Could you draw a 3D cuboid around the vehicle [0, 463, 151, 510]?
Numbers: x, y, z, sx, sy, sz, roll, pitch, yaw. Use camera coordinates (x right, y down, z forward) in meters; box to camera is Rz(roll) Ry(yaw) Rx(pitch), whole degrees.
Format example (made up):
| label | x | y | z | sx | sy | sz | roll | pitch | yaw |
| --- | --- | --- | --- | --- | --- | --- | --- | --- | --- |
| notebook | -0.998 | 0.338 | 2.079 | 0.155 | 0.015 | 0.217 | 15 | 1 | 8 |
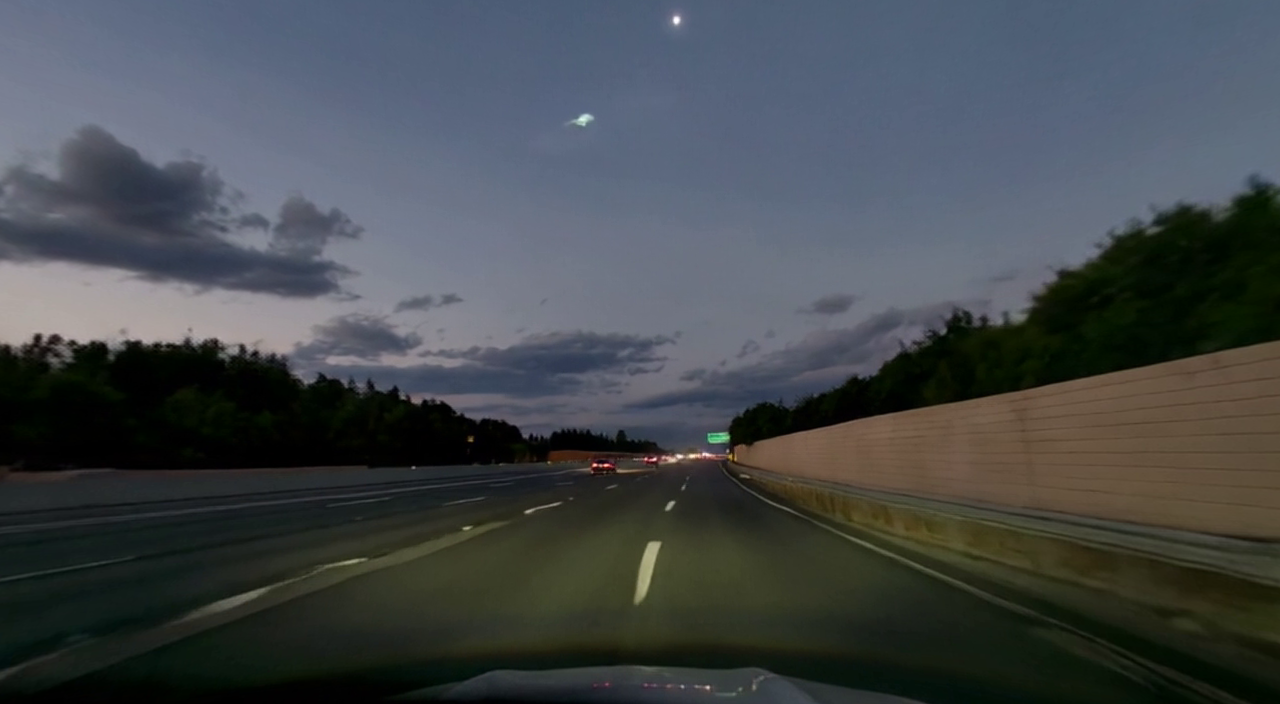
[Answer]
| label | x | y | z | sx | sy | sz | roll | pitch | yaw |
| --- | --- | --- | --- | --- | --- | --- | --- | --- | --- |
| vehicle | -18.832 | 4.276 | 20.415 | 1.793 | 1.238 | 4.760 | -2 | -9 | 7 |
